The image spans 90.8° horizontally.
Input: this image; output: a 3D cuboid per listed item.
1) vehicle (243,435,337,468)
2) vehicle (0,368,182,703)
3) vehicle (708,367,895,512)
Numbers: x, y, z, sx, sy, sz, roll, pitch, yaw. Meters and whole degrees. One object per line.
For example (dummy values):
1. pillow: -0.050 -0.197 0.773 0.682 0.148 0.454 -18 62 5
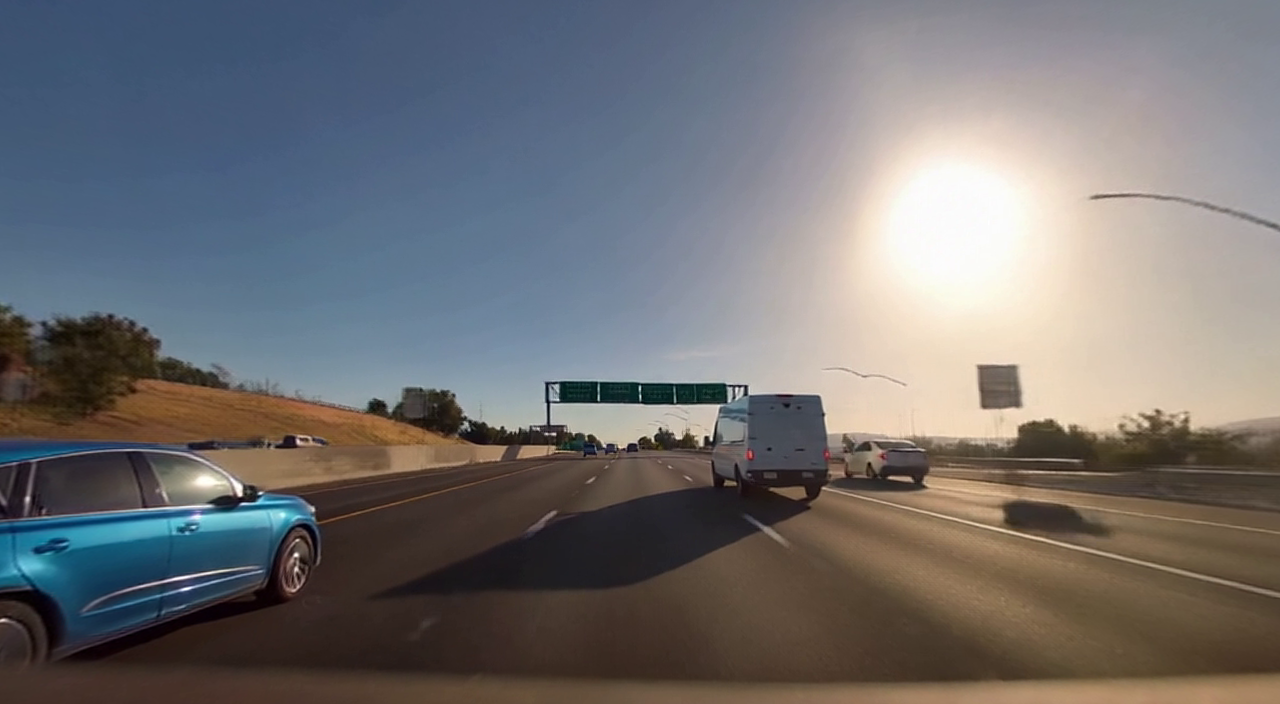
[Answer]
1. vehicle: -17.972 5.153 32.775 2.044 1.573 4.964 0 -8 0
2. vehicle: -3.916 0.754 1.852 2.000 1.646 4.201 0 -8 -1
3. vehicle: 3.398 2.134 15.304 2.629 2.718 6.740 0 -8 -1
